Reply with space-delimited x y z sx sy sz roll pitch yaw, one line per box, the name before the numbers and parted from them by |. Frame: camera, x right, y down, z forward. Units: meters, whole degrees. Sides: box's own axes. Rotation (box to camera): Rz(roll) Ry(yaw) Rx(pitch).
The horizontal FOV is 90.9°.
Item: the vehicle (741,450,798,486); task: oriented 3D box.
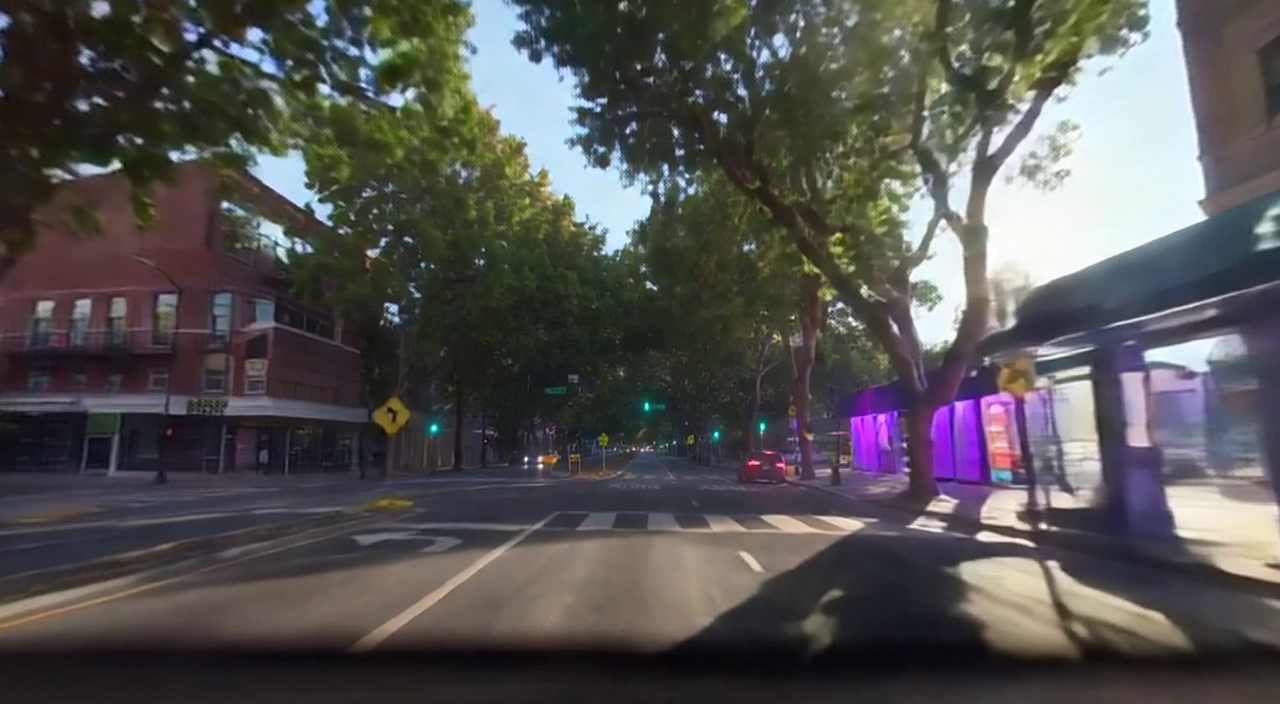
vehicle | 6.267 5.651 30.979 1.906 1.523 4.336 2 -9 0
